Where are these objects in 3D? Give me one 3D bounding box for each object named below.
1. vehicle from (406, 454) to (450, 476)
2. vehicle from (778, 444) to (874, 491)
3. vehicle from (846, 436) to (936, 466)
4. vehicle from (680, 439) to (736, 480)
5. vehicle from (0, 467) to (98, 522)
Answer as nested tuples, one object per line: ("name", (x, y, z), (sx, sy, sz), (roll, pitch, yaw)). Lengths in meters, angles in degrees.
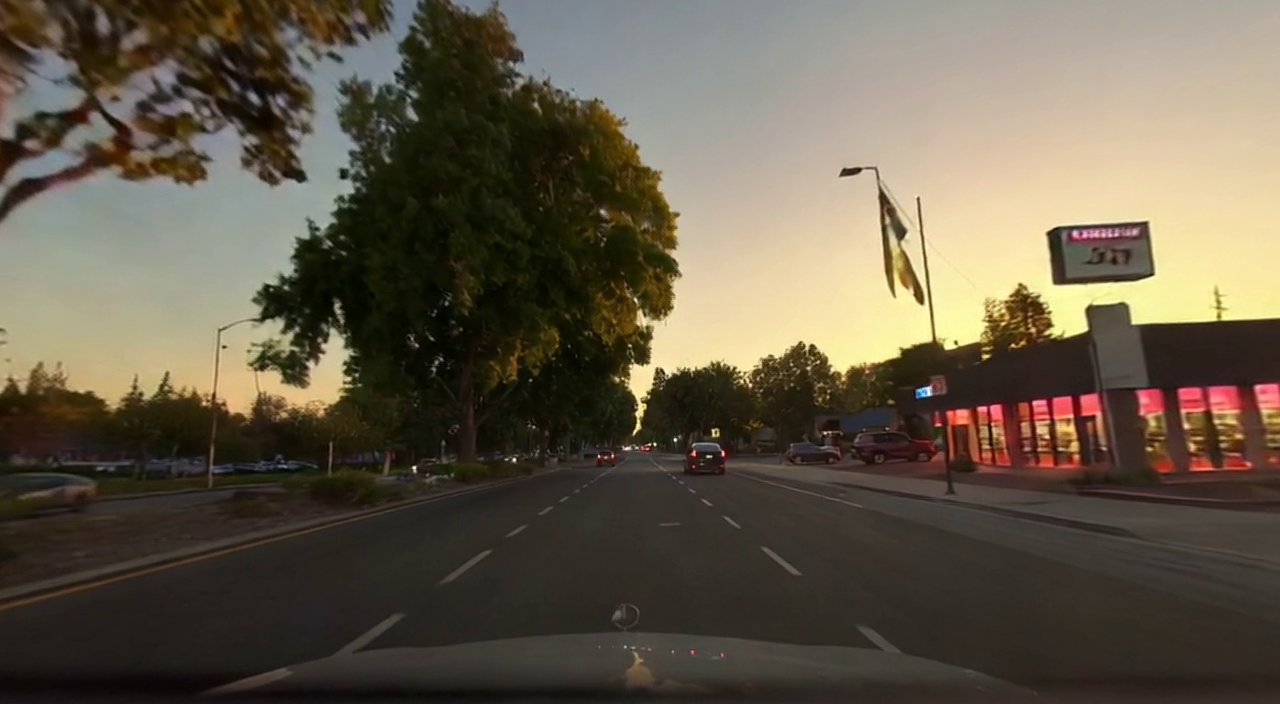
("vehicle", (-16.027, 8.551, 47.832), (1.843, 1.500, 4.261), (0, -8, 0))
("vehicle", (6.589, 4.116, 22.892), (1.948, 1.526, 4.641), (0, -8, -2))
("vehicle", (15.536, 6.117, 39.074), (4.659, 1.739, 2.147), (-7, -11, 41))
("vehicle", (3.130, 5.052, 29.878), (2.083, 1.743, 4.354), (0, -8, -1))
("vehicle", (-19.618, 4.362, 19.384), (1.875, 1.475, 4.433), (0, -8, 0))
